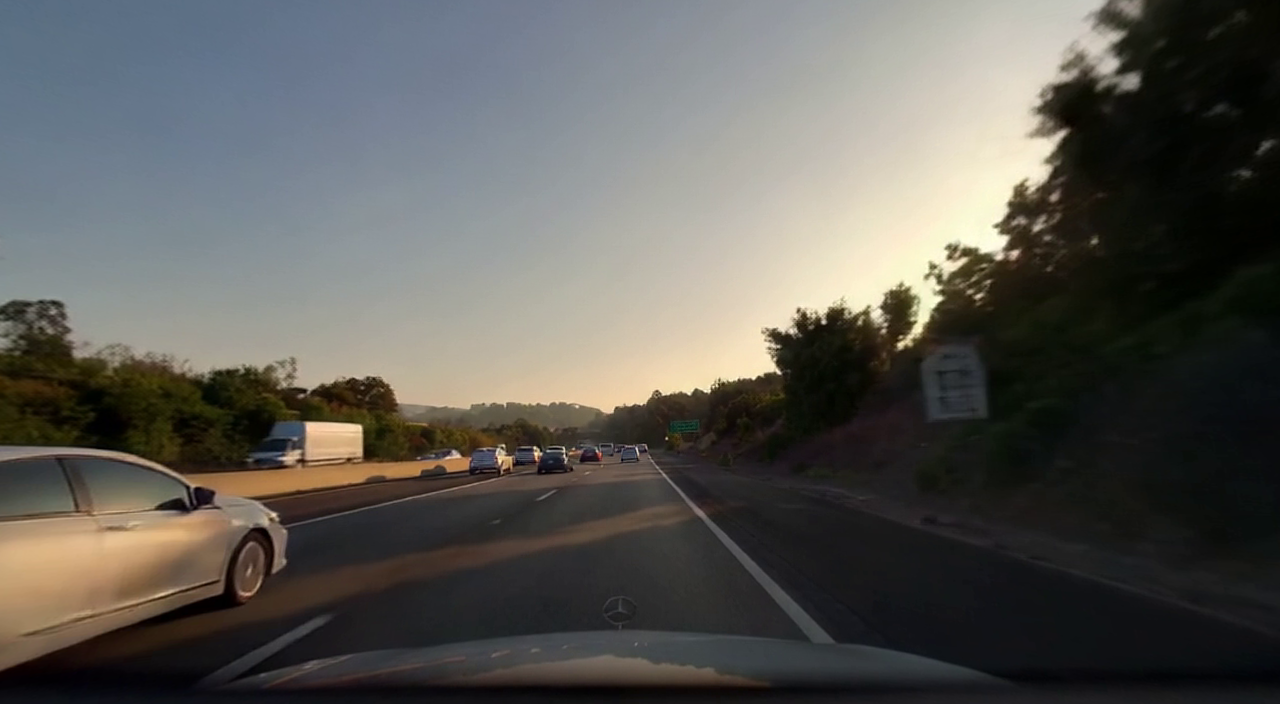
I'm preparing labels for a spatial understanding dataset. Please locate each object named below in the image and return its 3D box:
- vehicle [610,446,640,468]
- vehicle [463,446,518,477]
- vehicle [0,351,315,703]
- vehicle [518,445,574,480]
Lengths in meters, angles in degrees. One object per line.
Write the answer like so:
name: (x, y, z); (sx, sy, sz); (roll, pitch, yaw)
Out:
vehicle: (-1.085, 7.520, 45.169); (2.023, 1.479, 3.718); (0, -9, -1)
vehicle: (-7.726, 5.685, 32.792); (1.936, 1.516, 3.904); (0, -9, 0)
vehicle: (-4.000, 0.972, 3.343); (2.074, 1.779, 4.588); (0, -9, 0)
vehicle: (-4.300, 5.113, 29.246); (1.988, 1.477, 4.118); (0, -9, -1)
